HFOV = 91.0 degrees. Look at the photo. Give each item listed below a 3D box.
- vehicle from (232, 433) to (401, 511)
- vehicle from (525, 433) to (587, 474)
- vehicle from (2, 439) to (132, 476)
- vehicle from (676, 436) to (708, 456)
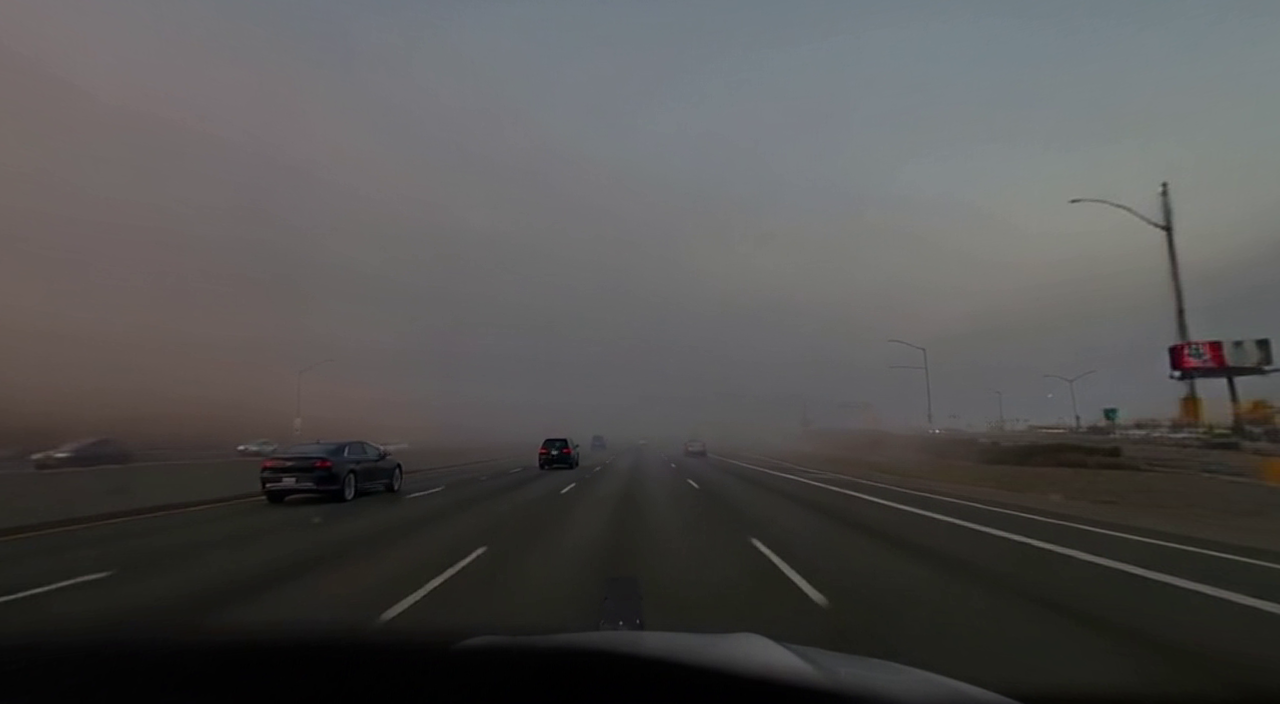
[{"bbox_3d":[-7.156,2.670,14.413,1.865,1.518,3.620,0,-9,1],"label":"vehicle"},{"bbox_3d":[-3.462,4.289,26.766,2.001,1.577,4.055,0,-9,1],"label":"vehicle"},{"bbox_3d":[-27.051,4.990,29.960,1.943,1.590,4.436,0,-9,0],"label":"vehicle"},{"bbox_3d":[4.055,7.449,49.813,2.135,1.532,4.506,0,-9,0],"label":"vehicle"}]
